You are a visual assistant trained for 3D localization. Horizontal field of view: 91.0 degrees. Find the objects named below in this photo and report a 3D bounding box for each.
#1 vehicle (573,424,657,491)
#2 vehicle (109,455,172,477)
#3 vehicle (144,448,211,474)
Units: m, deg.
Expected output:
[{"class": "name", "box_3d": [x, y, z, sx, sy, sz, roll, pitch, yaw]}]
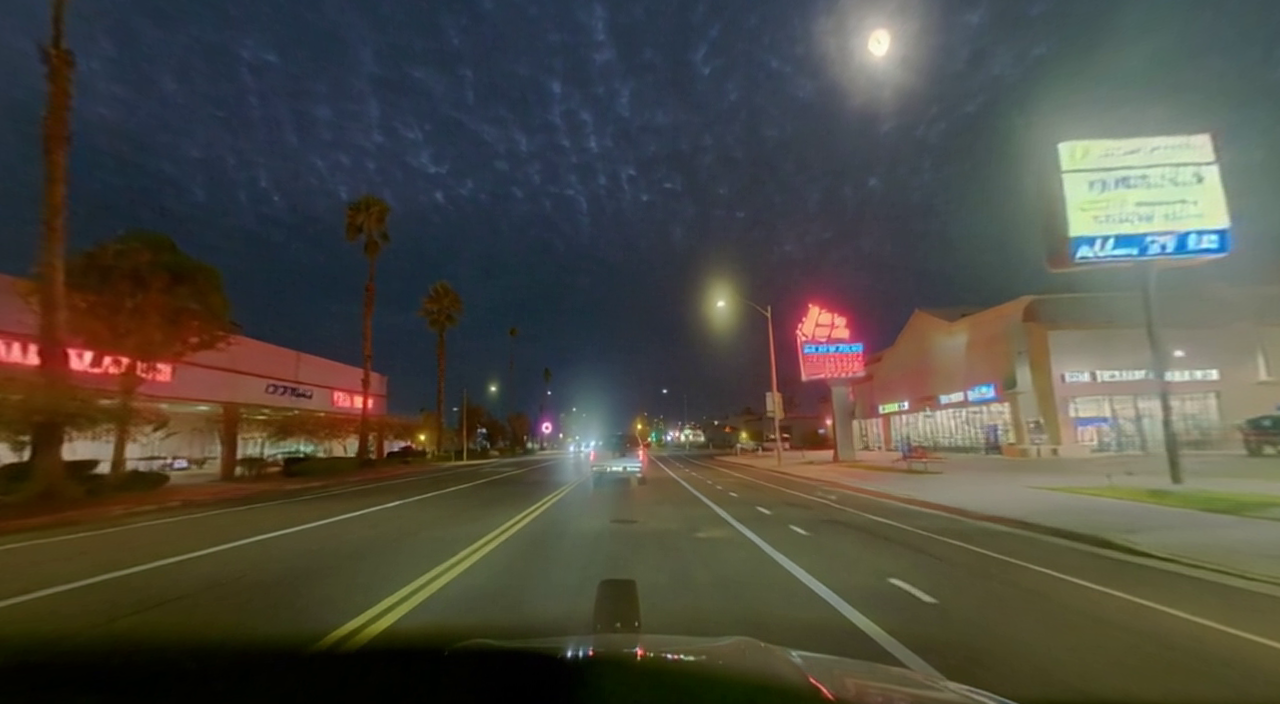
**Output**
[{"class": "vehicle", "box_3d": [-0.701, 3.150, 19.057, 2.239, 1.763, 4.096, 0, -8, -1]}, {"class": "vehicle", "box_3d": [-37.766, 8.602, 47.686, 1.685, 1.466, 3.858, 0, -8, -4]}, {"class": "vehicle", "box_3d": [-34.950, 8.203, 47.711, 2.013, 1.785, 4.331, 2, -8, -5]}]
